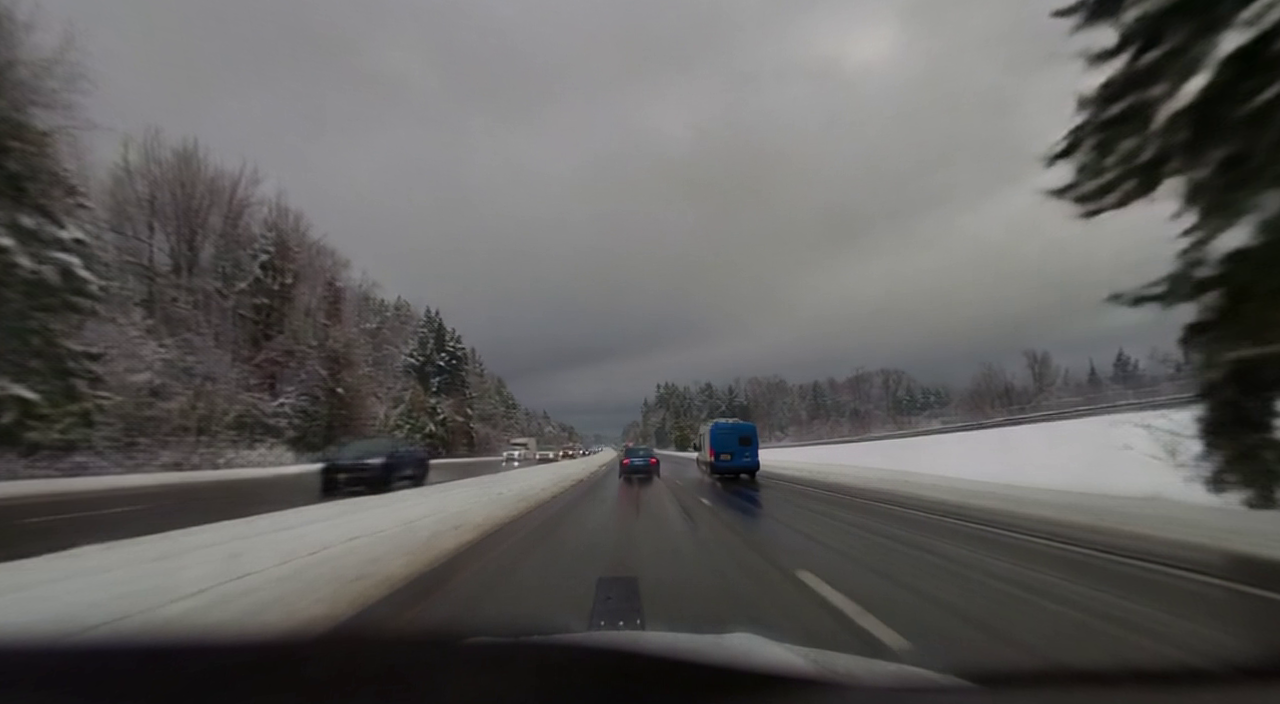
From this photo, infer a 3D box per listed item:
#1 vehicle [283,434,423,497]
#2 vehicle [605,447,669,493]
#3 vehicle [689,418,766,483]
[{"bbox_3d":[-7.858,3.141,17.782,1.899,1.539,4.250,-1,-9,1],"label":"vehicle"},{"bbox_3d":[-0.104,4.071,22.077,2.037,1.417,3.885,0,-9,-1],"label":"vehicle"},{"bbox_3d":[3.838,4.518,28.987,2.513,2.633,5.930,0,-9,-1],"label":"vehicle"}]
